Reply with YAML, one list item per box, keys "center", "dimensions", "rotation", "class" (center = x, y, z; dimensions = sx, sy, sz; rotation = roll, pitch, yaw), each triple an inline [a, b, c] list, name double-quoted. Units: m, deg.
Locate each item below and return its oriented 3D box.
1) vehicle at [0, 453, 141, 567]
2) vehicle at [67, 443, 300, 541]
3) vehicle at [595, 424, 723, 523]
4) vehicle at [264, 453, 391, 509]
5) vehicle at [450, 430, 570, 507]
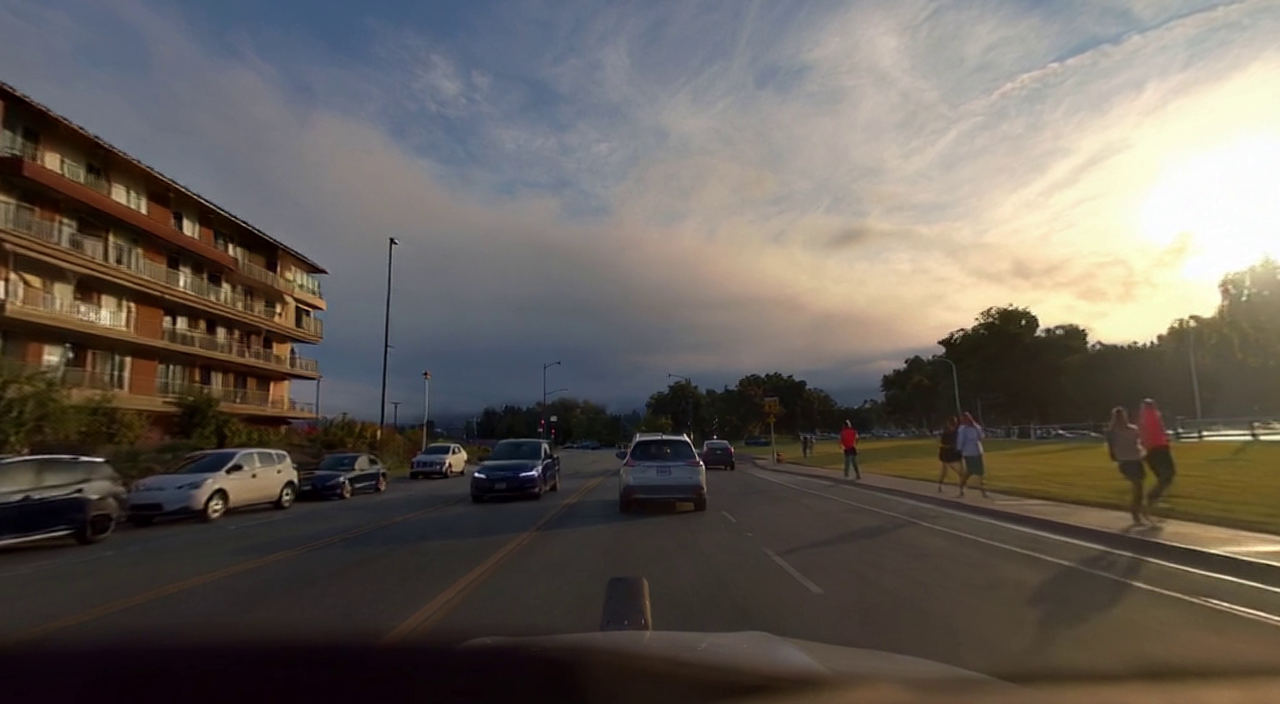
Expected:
- center: [-10.449, 2.421, 9.741]
  dimensions: [1.869, 1.647, 4.281]
  rotation: [-1, -9, 1]
  class: "vehicle"
- center: [-10.367, 3.122, 14.927]
  dimensions: [1.940, 1.816, 4.721]
  rotation: [-1, -8, 1]
  class: "vehicle"
- center: [0.293, 2.323, 12.525]
  dimensions: [2.132, 1.632, 3.838]
  rotation: [0, -9, 0]
  class: "vehicle"
- center: [-10.214, 4.212, 21.081]
  dimensions: [1.860, 1.487, 4.658]
  rotation: [-1, -8, 0]
  class: "vehicle"
- center: [-3.149, 2.946, 16.341]
  dimensions: [2.086, 1.702, 4.451]
  rotation: [-1, -9, 1]
  class: "vehicle"
